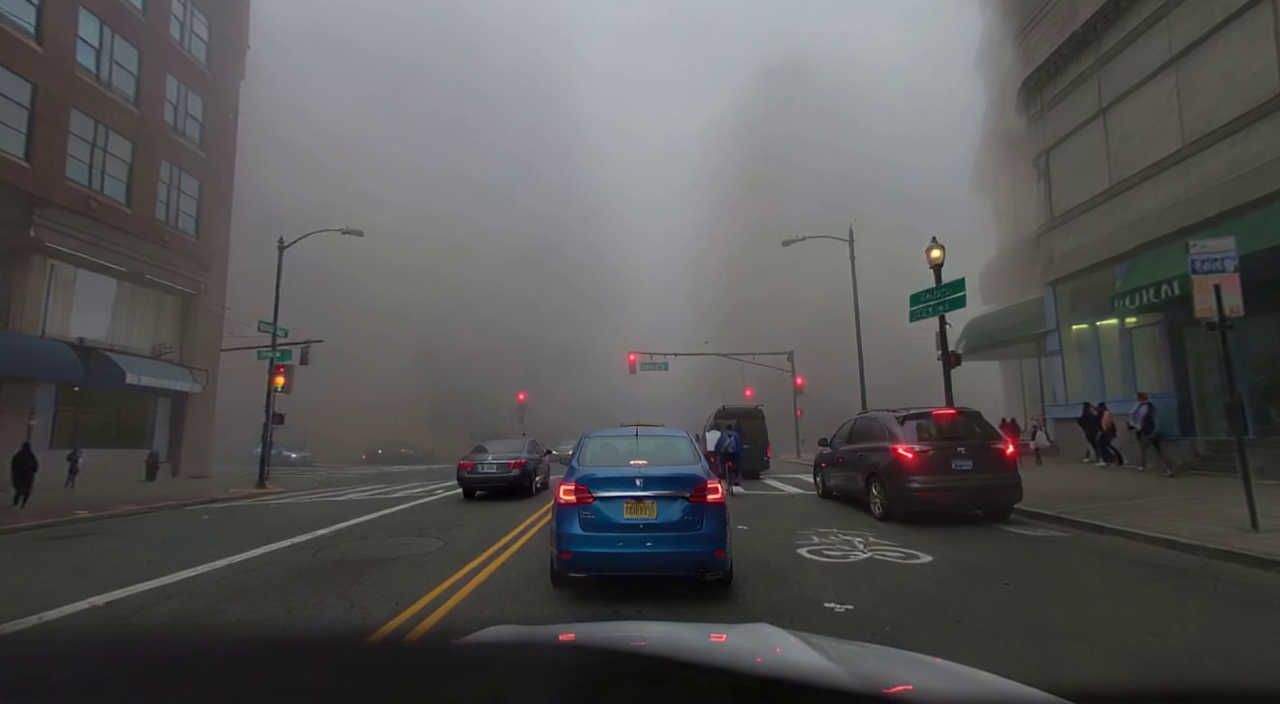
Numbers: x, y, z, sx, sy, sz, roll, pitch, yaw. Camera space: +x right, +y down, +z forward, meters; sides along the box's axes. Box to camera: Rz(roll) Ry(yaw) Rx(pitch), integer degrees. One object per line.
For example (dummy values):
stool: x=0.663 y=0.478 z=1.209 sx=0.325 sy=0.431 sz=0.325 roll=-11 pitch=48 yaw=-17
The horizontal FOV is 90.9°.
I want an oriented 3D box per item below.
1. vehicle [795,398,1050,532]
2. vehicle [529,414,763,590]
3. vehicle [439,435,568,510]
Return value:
vehicle: x=4.513 y=1.923 z=11.171 sx=2.142 sy=1.829 sz=4.767 roll=0 pitch=-9 yaw=-2
vehicle: x=0.041 y=1.650 z=7.721 sx=2.091 sy=1.557 sz=4.000 roll=0 pitch=-9 yaw=0
vehicle: x=-2.943 y=2.722 z=14.722 sx=2.039 sy=1.452 sz=4.489 roll=0 pitch=-9 yaw=0
